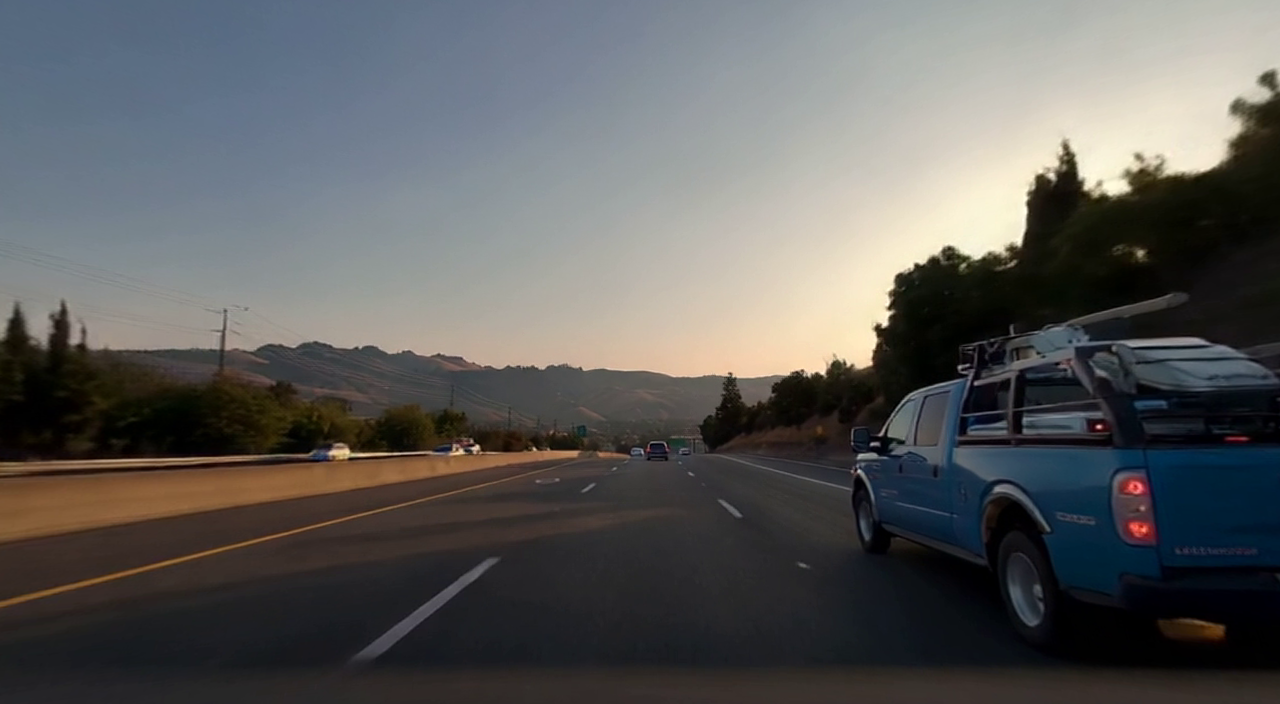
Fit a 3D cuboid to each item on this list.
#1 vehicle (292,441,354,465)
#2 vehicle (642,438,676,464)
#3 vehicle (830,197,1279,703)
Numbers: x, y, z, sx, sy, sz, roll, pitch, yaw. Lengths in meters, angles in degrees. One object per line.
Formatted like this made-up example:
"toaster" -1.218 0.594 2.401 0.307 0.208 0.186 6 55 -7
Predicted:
"vehicle" -25.082 8.015 49.886 2.176 1.793 4.917 -1 -9 3
"vehicle" 1.148 6.385 40.489 2.034 1.549 4.147 0 -9 0
"vehicle" 3.759 0.891 4.877 2.538 2.228 6.370 0 -9 0
